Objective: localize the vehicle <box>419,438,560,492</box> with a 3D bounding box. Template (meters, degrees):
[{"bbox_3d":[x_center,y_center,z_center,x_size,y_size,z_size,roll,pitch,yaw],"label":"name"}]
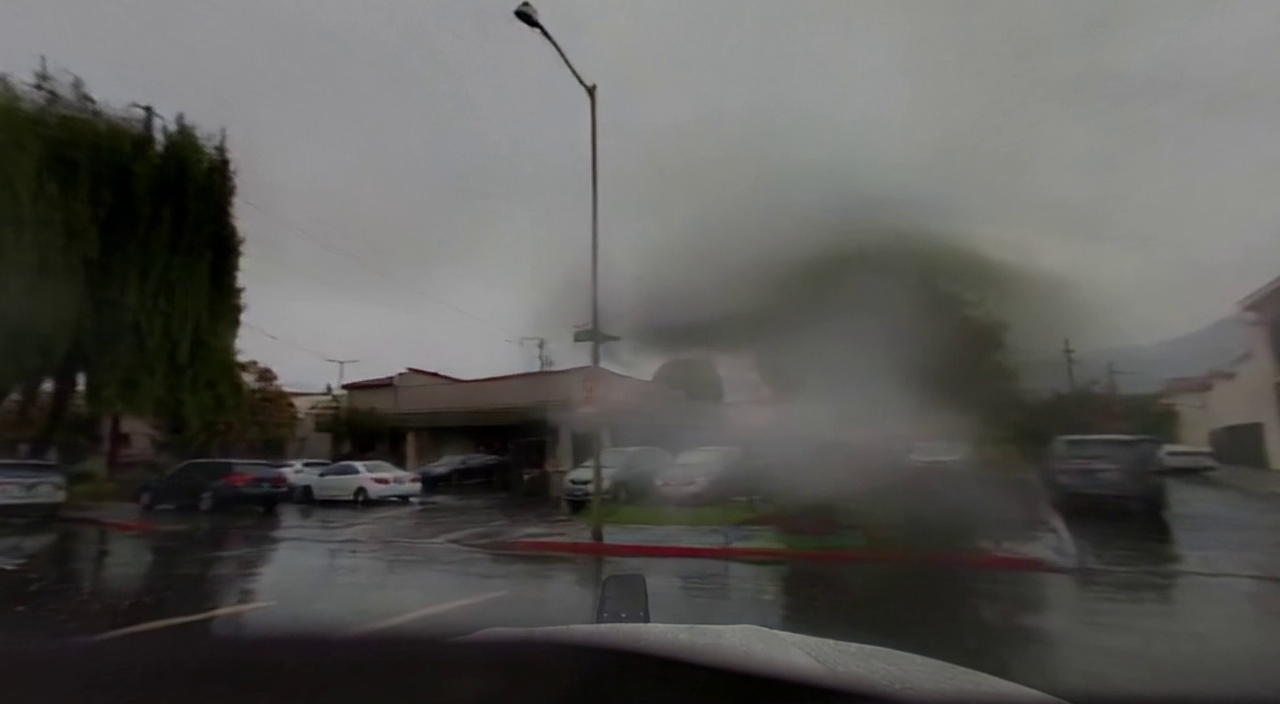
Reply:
[{"bbox_3d":[-10.130,7.431,41.880,9.384,3.230,2.928,-5,-9,27],"label":"vehicle"}]

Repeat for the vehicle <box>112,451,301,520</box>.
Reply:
[{"bbox_3d":[-14.858,4.442,21.500,6.027,1.893,2.282,-2,-8,23],"label":"vehicle"}]

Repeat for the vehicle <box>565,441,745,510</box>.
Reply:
[{"bbox_3d":[0.415,3.467,18.081,4.778,1.753,1.959,-4,-9,24],"label":"vehicle"}]

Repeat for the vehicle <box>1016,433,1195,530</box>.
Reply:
[{"bbox_3d":[11.387,3.094,15.966,2.305,1.962,5.685,-4,-9,23],"label":"vehicle"}]

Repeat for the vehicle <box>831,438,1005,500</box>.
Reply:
[{"bbox_3d":[9.837,4.043,22.195,5.798,1.920,2.267,4,-9,-25],"label":"vehicle"}]
